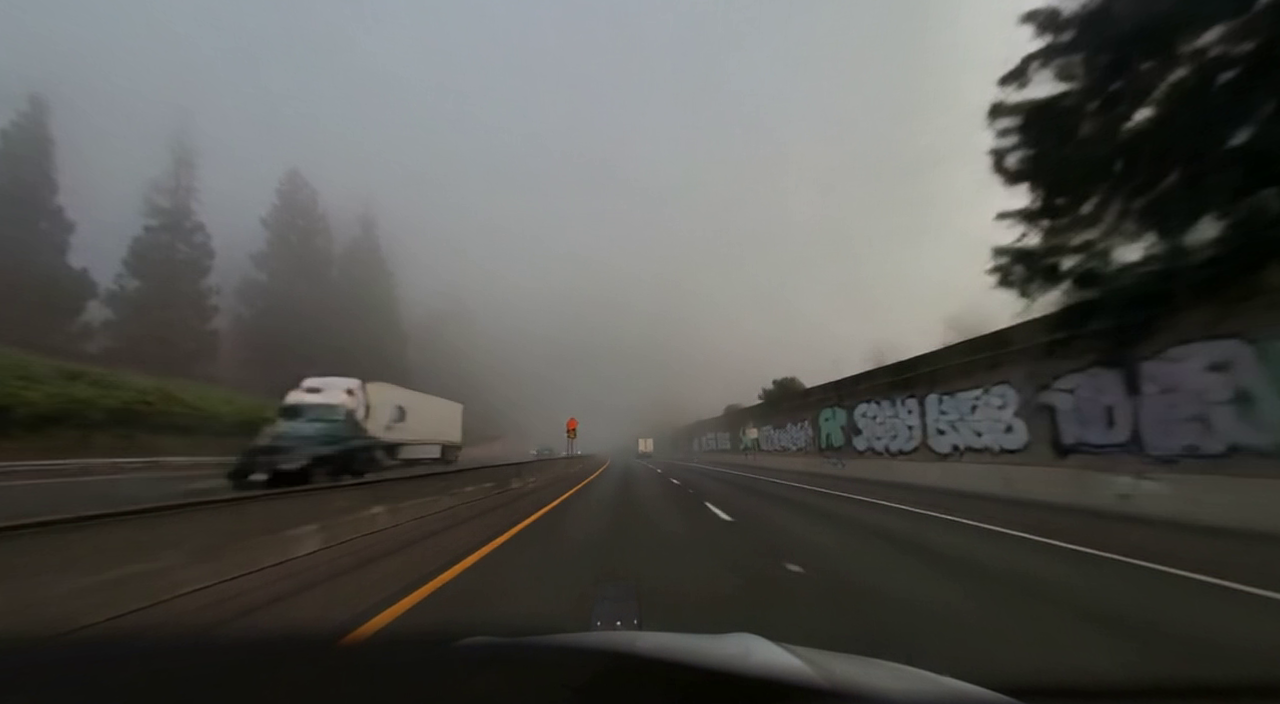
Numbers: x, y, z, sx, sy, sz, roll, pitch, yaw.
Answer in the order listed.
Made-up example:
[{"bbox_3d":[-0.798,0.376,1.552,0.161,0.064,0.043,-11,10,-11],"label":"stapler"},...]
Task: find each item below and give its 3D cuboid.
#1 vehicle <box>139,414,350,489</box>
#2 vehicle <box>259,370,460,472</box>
[{"bbox_3d":[-9.301,2.424,15.387,2.121,1.540,4.733,0,-9,0],"label":"vehicle"},{"bbox_3d":[-13.424,4.001,33.071,3.086,3.976,16.980,0,-9,-1],"label":"vehicle"}]
